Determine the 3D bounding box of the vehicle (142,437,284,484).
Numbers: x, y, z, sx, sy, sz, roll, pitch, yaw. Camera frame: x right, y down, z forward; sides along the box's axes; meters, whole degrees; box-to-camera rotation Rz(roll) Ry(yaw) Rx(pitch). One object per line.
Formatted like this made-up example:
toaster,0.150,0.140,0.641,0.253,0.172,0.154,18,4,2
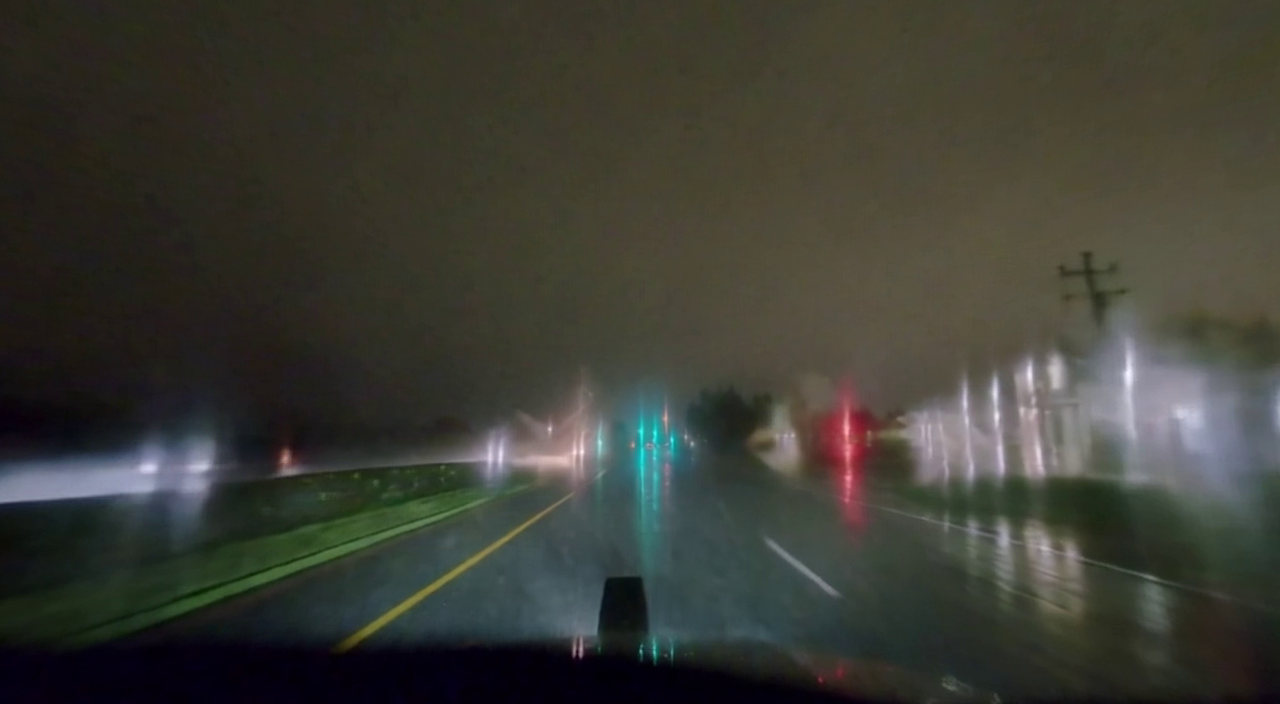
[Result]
vehicle,-21.157,5.389,31.747,2.559,2.066,6.355,-1,-8,2
